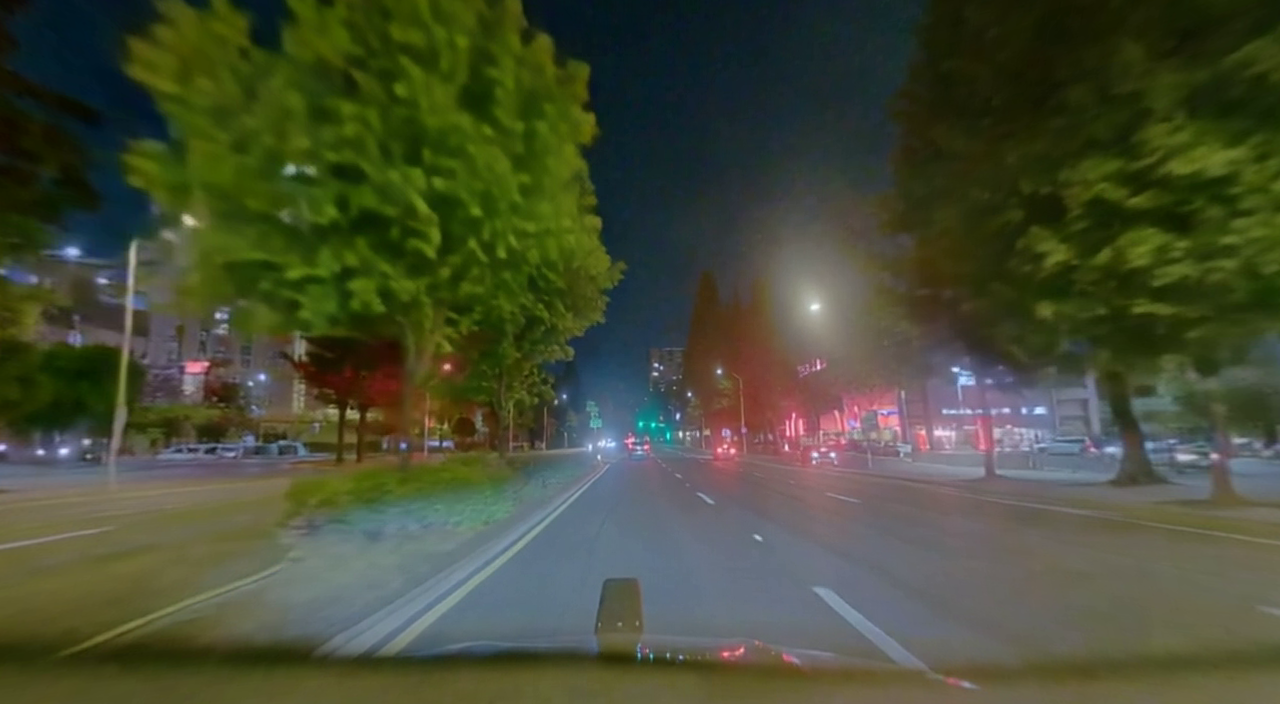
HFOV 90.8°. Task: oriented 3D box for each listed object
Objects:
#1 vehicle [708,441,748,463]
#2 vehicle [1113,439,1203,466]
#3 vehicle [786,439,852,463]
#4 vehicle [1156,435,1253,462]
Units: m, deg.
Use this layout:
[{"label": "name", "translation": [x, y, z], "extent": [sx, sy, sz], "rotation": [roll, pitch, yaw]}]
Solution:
[{"label": "vehicle", "translation": [6.207, 7.103, 45.176], "extent": [2.024, 1.475, 4.600], "rotation": [0, -9, -2]}, {"label": "vehicle", "translation": [31.699, 6.212, 38.862], "extent": [1.767, 1.549, 4.422], "rotation": [1, -10, 0]}, {"label": "vehicle", "translation": [13.336, 7.406, 47.311], "extent": [4.281, 1.719, 1.983], "rotation": [0, -9, -1]}, {"label": "vehicle", "translation": [34.579, 5.931, 38.894], "extent": [1.924, 1.493, 4.330], "rotation": [-3, -8, 0]}]
